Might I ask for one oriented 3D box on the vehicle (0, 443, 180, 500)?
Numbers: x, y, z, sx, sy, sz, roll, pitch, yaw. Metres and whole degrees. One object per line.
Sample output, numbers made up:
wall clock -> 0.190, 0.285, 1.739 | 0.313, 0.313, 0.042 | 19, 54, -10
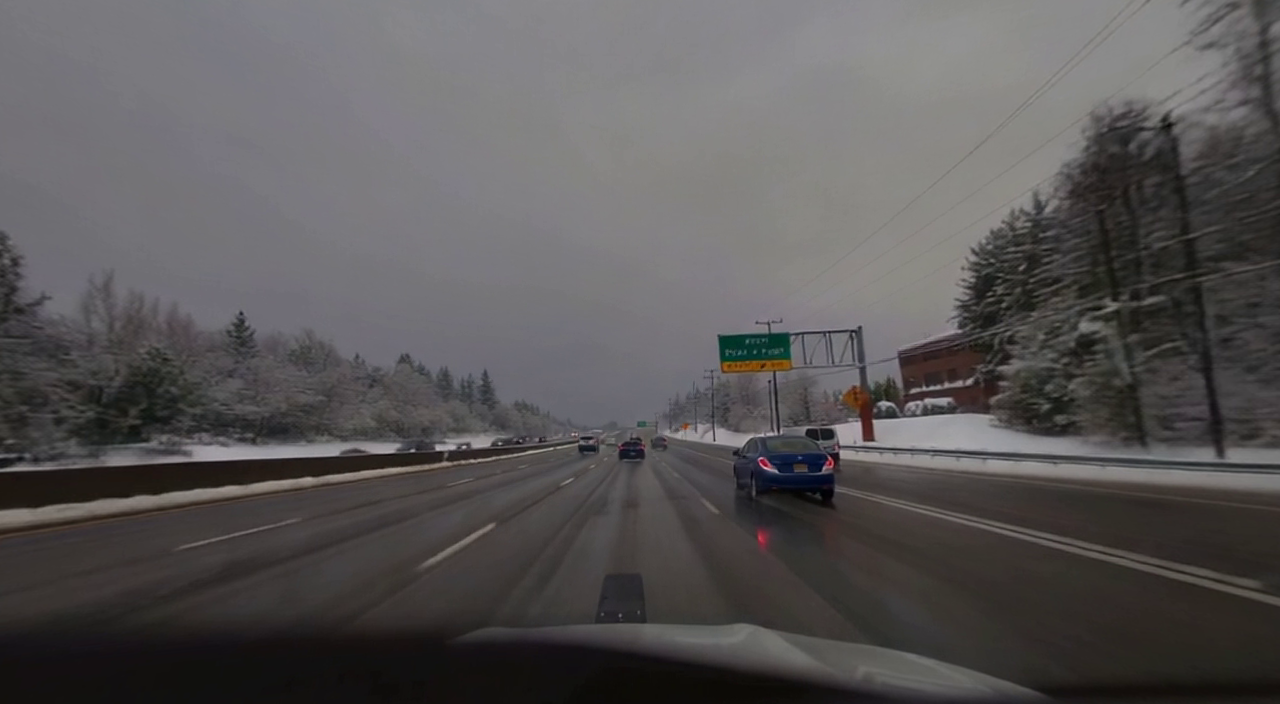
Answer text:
vehicle -> -16.753, 3.547, 19.217 | 1.912, 1.492, 4.608 | 0, -8, 0

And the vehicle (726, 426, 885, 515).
vehicle -> 3.209, 2.398, 13.284 | 1.995, 1.533, 4.463 | 0, -8, -2

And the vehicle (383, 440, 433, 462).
vehicle -> -16.937, 7.246, 46.188 | 1.890, 1.564, 4.563 | 0, -8, 0

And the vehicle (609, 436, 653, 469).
vehicle -> -0.455, 4.849, 30.456 | 2.019, 1.472, 3.971 | 0, -8, -2
